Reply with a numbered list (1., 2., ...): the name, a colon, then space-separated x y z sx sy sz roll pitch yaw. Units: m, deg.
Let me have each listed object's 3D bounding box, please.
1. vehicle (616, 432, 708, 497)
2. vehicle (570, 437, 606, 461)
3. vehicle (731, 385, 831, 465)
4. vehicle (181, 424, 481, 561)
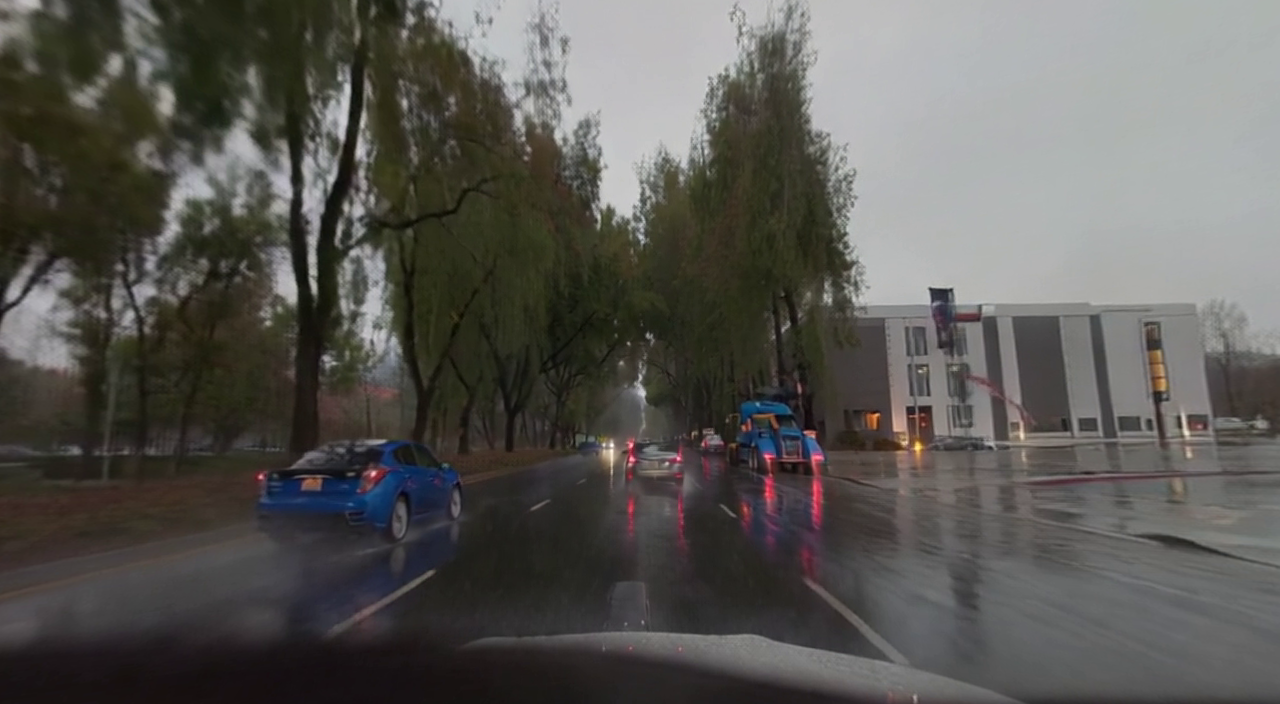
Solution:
1. vehicle: 0.496 2.864 16.391 2.086 1.466 4.026 0 -8 0
2. vehicle: -3.680 6.938 45.288 2.062 1.641 4.193 0 -8 2
3. vehicle: 5.826 3.226 27.118 2.736 3.078 5.825 0 -8 -2
4. vehicle: -4.050 1.920 9.457 2.003 1.507 4.808 0 -8 1
